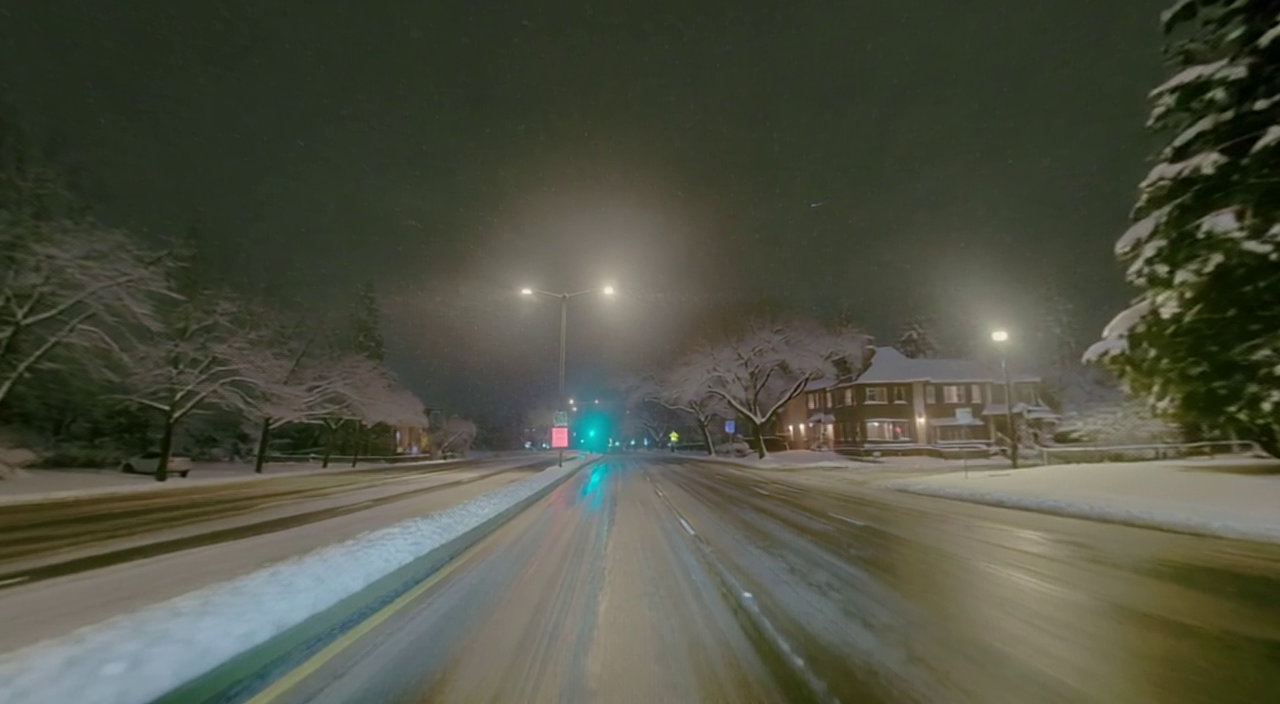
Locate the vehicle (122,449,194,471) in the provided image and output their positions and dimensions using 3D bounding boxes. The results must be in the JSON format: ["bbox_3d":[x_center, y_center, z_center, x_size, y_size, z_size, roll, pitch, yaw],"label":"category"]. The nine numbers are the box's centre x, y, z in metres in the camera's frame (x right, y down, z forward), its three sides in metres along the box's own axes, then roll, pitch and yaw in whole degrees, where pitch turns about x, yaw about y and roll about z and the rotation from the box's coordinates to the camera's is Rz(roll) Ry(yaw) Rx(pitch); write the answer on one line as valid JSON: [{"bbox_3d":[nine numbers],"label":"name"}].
[{"bbox_3d":[-33.755,7.543,44.280,3.732,1.453,1.721,-1,-9,4],"label":"vehicle"}]

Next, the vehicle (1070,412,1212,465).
[{"bbox_3d":[31.234,5.490,39.852,2.905,3.046,6.805,1,-9,-4],"label":"vehicle"}]
